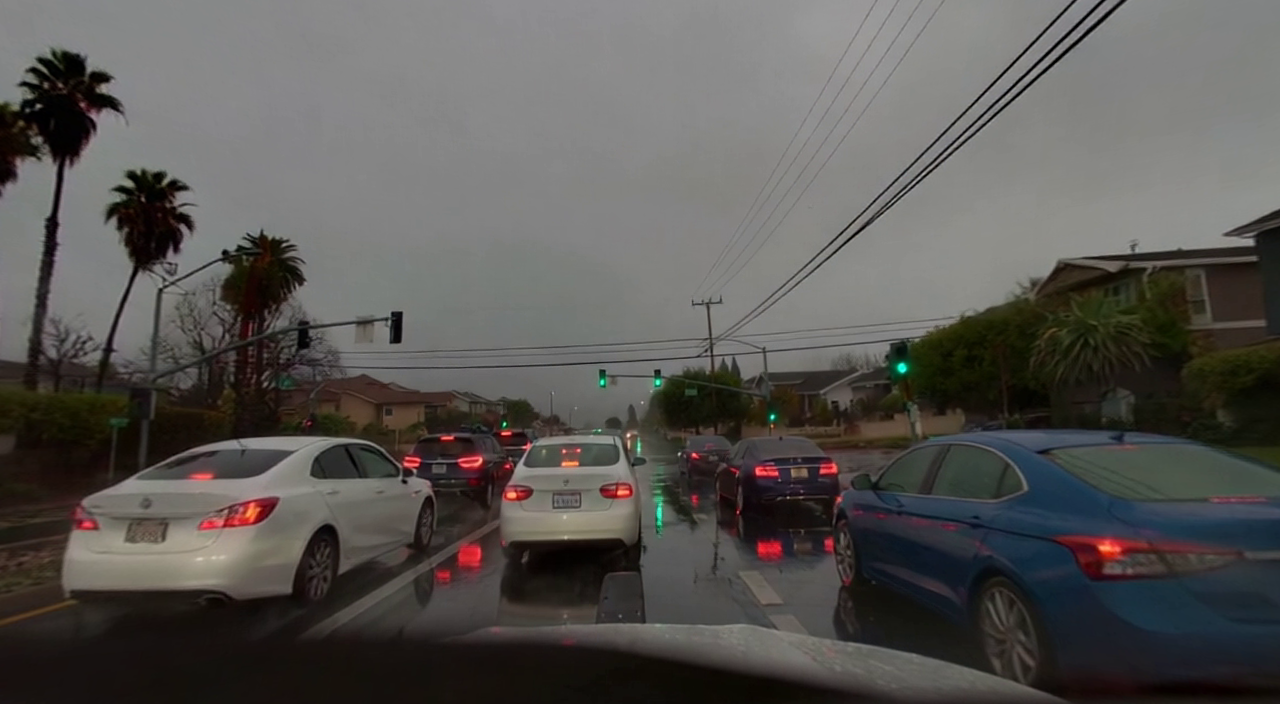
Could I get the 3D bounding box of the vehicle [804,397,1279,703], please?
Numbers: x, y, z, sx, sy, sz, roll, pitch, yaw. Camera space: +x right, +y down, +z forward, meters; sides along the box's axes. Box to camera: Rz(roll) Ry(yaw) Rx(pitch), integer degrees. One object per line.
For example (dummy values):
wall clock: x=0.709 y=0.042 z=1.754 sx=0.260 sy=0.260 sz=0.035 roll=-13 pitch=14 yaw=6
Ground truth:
vehicle: x=2.768 y=1.211 z=4.381 sx=2.014 sy=1.464 sz=4.312 roll=0 pitch=-8 yaw=-1

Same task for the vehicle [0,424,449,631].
vehicle: x=-3.698 y=1.605 z=6.905 sx=2.058 sy=1.474 sz=4.473 roll=0 pitch=-8 yaw=-3

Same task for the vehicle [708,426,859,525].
vehicle: x=2.603 y=2.360 z=12.596 sx=1.956 sy=1.615 sz=4.205 roll=0 pitch=-9 yaw=-1

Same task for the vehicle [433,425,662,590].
vehicle: x=-0.923 y=1.719 z=7.821 sx=2.104 sy=1.500 sz=3.815 roll=0 pitch=-8 yaw=-2
